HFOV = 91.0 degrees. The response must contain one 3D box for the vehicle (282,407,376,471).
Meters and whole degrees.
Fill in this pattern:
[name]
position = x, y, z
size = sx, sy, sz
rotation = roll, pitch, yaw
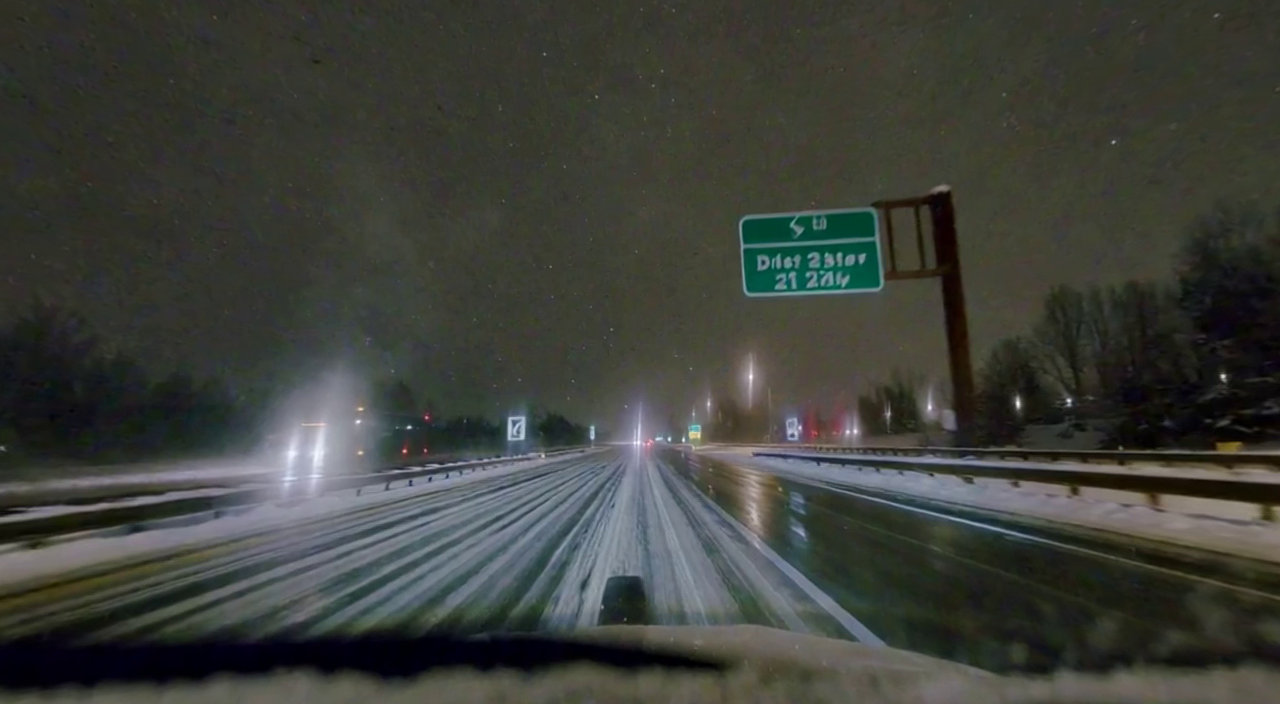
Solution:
[vehicle]
position = -20.838, 5.906, 42.696
size = 2.978, 3.938, 6.366
rotation = 0, -8, 1
